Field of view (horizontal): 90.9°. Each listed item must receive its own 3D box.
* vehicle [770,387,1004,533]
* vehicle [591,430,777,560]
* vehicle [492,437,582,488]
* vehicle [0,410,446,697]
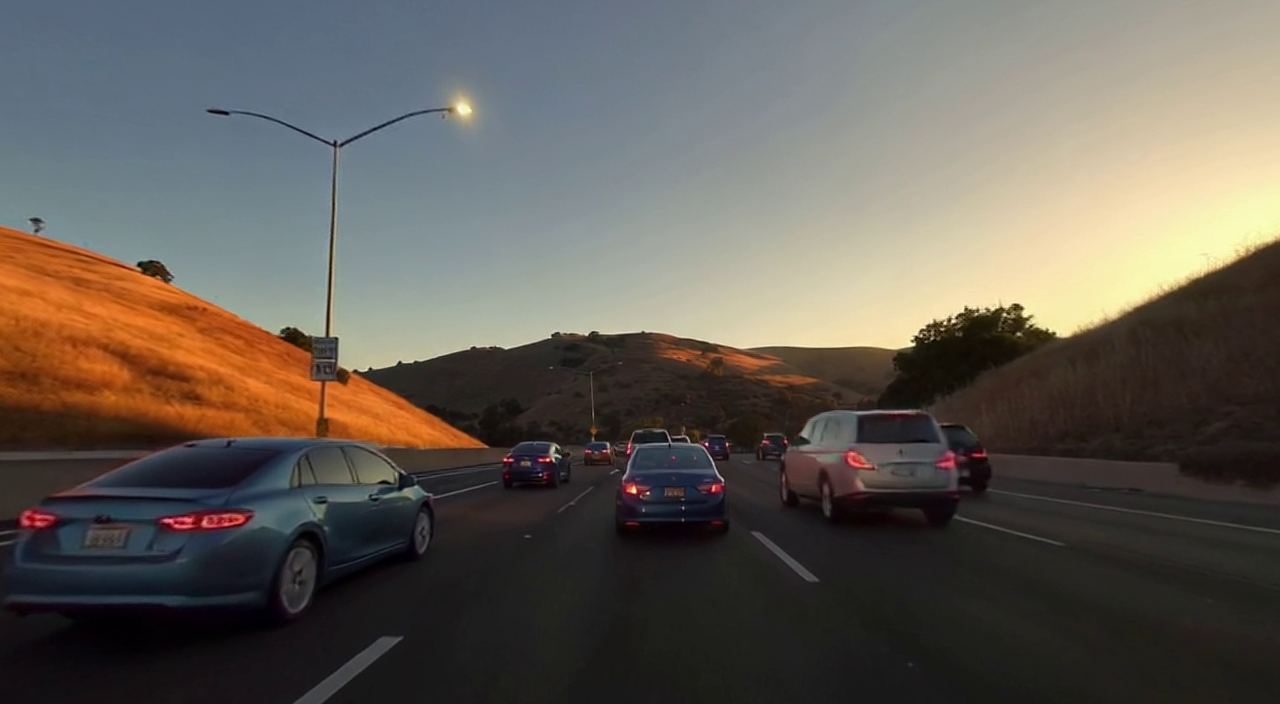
[{"bbox_3d":[3.683,1.739,10.545,2.086,1.884,4.547,0,-8,1],"label":"vehicle"},{"bbox_3d":[0.523,1.895,9.073,2.072,1.431,3.904,0,-8,1],"label":"vehicle"},{"bbox_3d":[-3.138,3.495,20.256,2.017,1.446,4.384,0,-8,2],"label":"vehicle"},{"bbox_3d":[-3.454,1.396,5.597,2.033,1.513,4.333,0,-8,1],"label":"vehicle"}]
